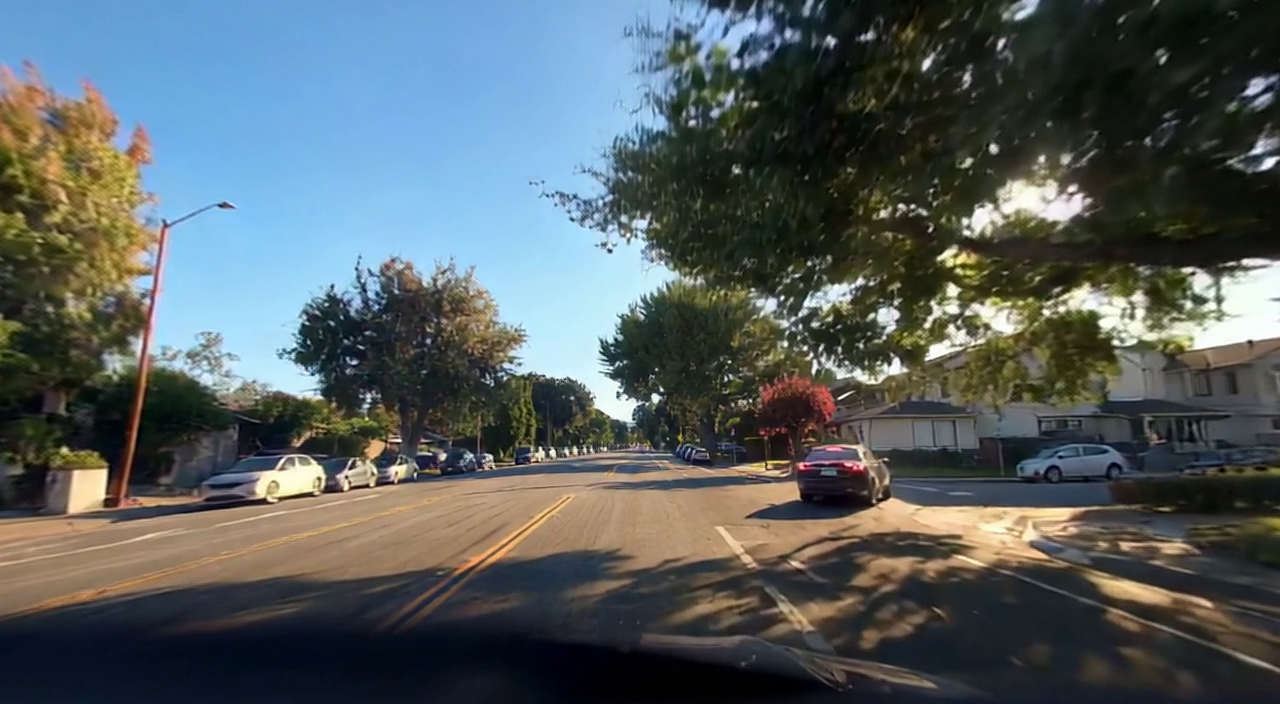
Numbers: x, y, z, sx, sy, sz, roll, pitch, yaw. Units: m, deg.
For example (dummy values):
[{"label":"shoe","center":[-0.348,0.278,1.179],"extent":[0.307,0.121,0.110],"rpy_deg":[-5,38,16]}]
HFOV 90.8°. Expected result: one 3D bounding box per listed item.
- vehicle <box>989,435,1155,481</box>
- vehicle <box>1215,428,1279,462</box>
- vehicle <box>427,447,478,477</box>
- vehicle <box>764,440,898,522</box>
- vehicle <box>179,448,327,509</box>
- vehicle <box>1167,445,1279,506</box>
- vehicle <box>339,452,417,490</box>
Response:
[{"label":"vehicle","center":[18.216,4.491,26.868],"extent":[5.369,1.857,2.174],"rpy_deg":[0,-9,2]},{"label":"vehicle","center":[33.930,4.974,33.768],"extent":[1.906,1.732,4.668],"rpy_deg":[0,-9,0]},{"label":"vehicle","center":[-12.355,7.236,41.898],"extent":[1.988,1.741,4.379],"rpy_deg":[-5,-9,0]},{"label":"vehicle","center":[4.397,2.733,14.050],"extent":[2.022,1.471,4.432],"rpy_deg":[-4,-10,27]},{"label":"vehicle","center":[-12.336,4.007,20.554],"extent":[1.938,1.754,4.315],"rpy_deg":[0,-9,1]},{"label":"vehicle","center":[18.033,3.424,17.932],"extent":[4.312,1.426,1.940],"rpy_deg":[-4,-10,-2]},{"label":"vehicle","center":[-12.215,5.553,29.798],"extent":[1.795,1.472,4.601],"rpy_deg":[-4,-9,-1]}]
